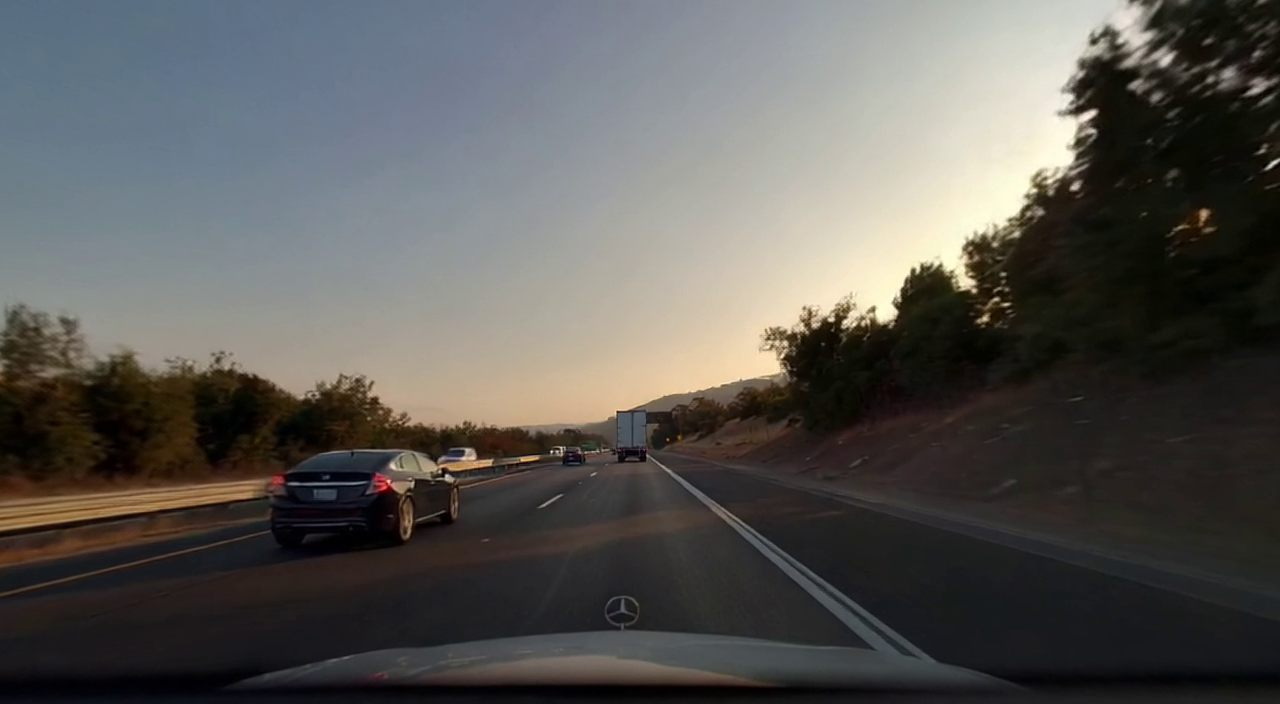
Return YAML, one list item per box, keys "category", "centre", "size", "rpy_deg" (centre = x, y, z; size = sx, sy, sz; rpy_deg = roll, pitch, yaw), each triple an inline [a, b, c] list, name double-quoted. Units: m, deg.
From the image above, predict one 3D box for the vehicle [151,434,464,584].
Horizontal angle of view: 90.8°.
- category: "vehicle"
  centre: [-3.974, 1.920, 8.535]
  size: [1.978, 1.507, 4.062]
  rpy_deg: [0, -9, 0]

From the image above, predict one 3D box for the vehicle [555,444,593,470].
- category: "vehicle"
  centre: [-4.458, 7.142, 43.176]
  size: [2.115, 1.668, 4.217]
  rpy_deg: [0, -9, 0]
